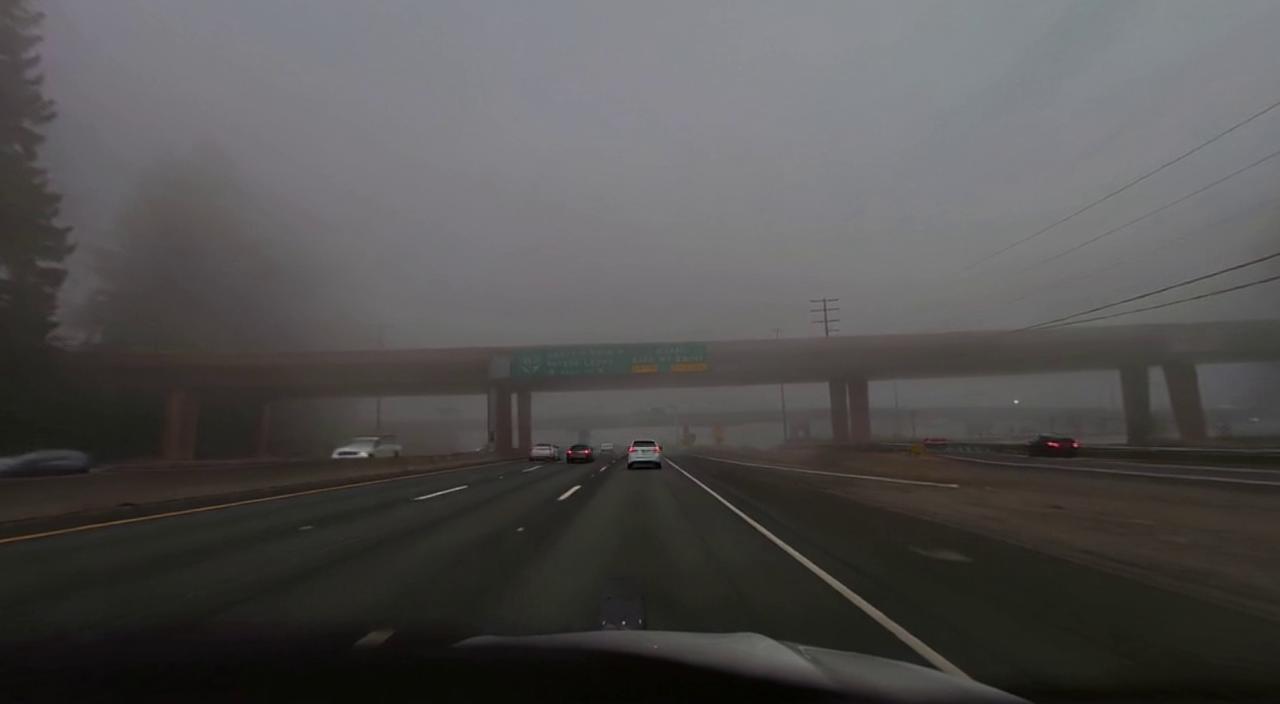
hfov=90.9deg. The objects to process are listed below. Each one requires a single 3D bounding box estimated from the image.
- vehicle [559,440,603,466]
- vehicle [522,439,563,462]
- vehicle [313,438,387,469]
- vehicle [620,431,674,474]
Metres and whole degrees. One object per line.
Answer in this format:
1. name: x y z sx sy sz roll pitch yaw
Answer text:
1. vehicle: -3.367 5.892 36.992 2.056 1.464 4.564 0 -8 1
2. vehicle: -7.199 7.334 47.024 2.139 1.653 4.614 0 -8 2
3. vehicle: -16.924 5.947 37.134 2.000 1.667 4.937 0 -8 1
4. vehicle: 0.286 4.323 27.220 2.152 1.697 4.066 0 -8 0
